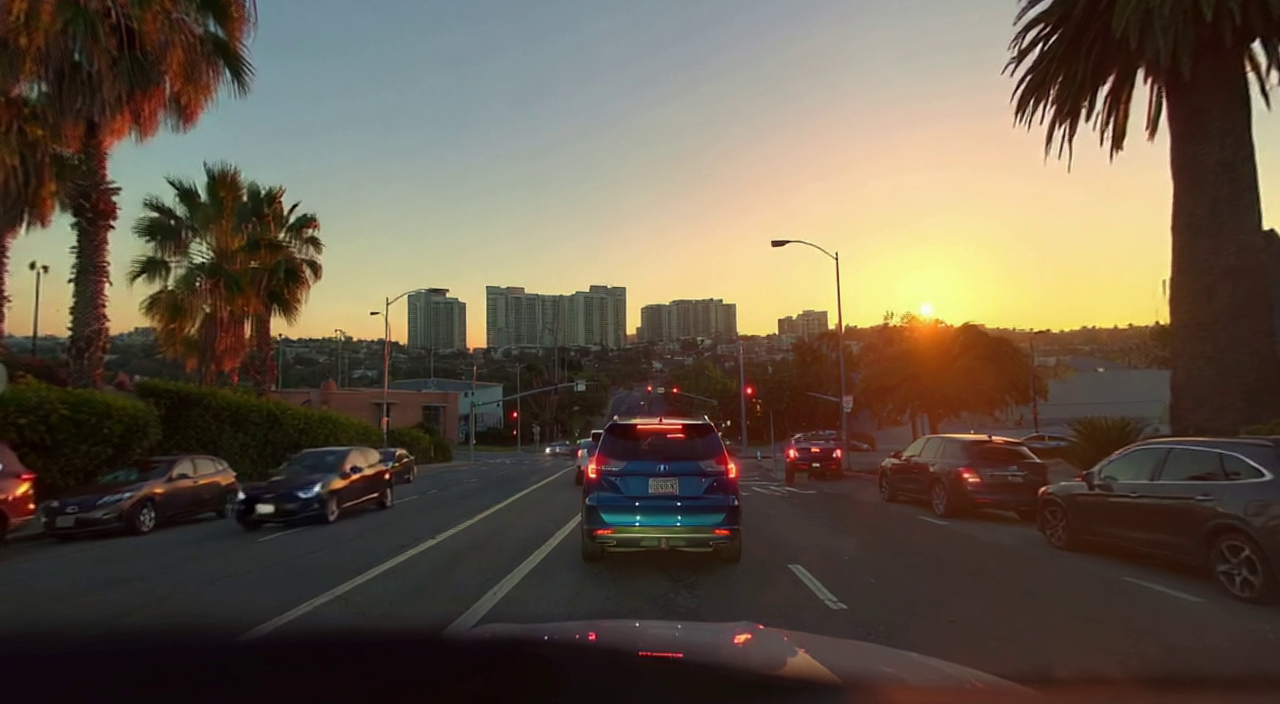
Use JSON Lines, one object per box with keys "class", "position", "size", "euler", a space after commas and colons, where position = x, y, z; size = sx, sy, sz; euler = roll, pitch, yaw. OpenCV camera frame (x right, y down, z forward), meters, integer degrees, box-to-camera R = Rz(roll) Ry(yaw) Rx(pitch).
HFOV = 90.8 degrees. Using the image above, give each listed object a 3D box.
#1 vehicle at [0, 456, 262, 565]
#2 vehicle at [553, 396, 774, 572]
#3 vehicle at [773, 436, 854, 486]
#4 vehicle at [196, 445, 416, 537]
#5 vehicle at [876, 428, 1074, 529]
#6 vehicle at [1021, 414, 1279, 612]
{"class": "vehicle", "position": [-9.591, 2.811, 11.940], "size": [2.054, 1.467, 4.595], "euler": [-3, -8, 1]}
{"class": "vehicle", "position": [0.265, 1.674, 8.717], "size": [2.264, 1.798, 4.258], "euler": [0, -8, 1]}
{"class": "vehicle", "position": [6.516, 4.117, 24.170], "size": [1.948, 1.729, 4.023], "euler": [0, -8, 0]}
{"class": "vehicle", "position": [-6.304, 2.626, 12.707], "size": [1.928, 1.475, 4.645], "euler": [0, -8, -1]}
{"class": "vehicle", "position": [6.665, 2.524, 13.246], "size": [1.930, 1.736, 4.329], "euler": [-1, -8, 3]}
{"class": "vehicle", "position": [6.442, 1.598, 6.934], "size": [1.935, 1.672, 4.139], "euler": [0, -8, 1]}
